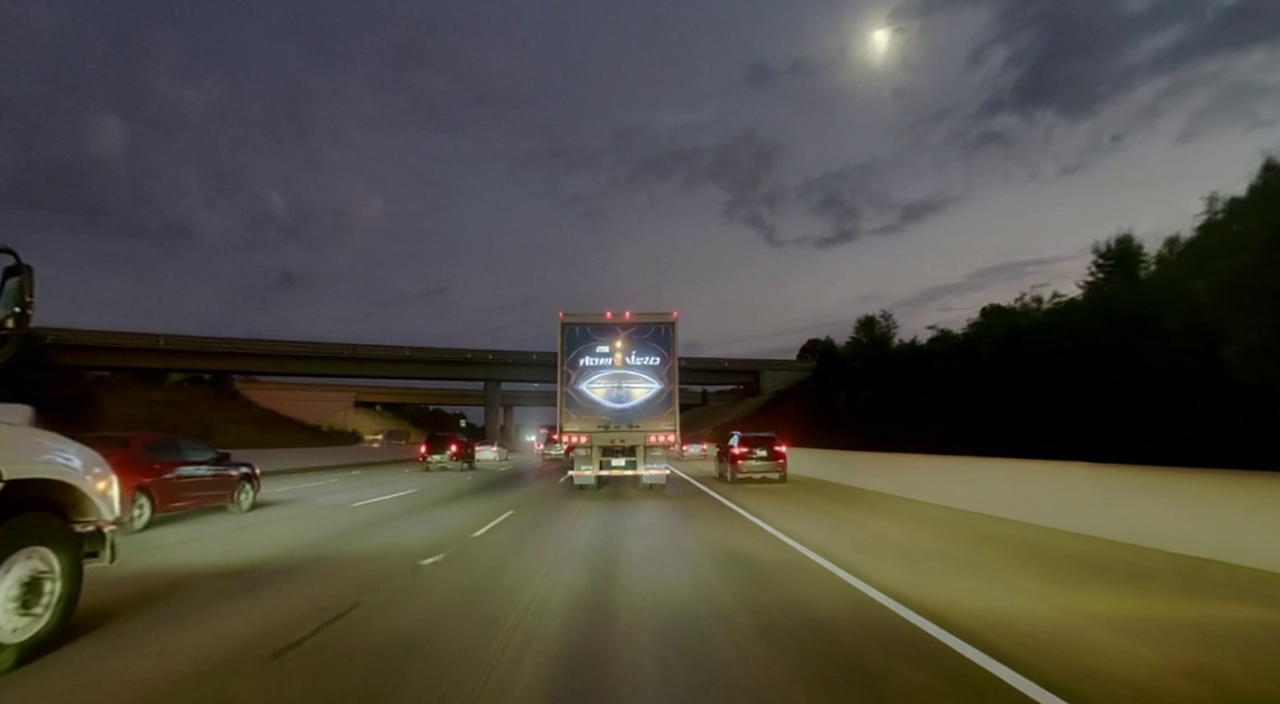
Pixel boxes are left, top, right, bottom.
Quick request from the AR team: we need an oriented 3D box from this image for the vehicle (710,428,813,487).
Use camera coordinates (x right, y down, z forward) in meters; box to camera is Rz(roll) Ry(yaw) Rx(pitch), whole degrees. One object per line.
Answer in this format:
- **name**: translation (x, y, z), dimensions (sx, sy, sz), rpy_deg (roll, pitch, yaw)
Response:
- **vehicle**: translation (3.466, 3.101, 18.927), dimensions (2.003, 1.519, 4.580), rpy_deg (0, -8, -3)

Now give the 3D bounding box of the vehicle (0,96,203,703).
- **vehicle**: translation (-3.677, 0.120, 0.504), dimensions (2.660, 2.637, 5.634), rpy_deg (0, -8, -2)

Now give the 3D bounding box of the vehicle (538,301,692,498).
- **vehicle**: translation (-0.715, 1.551, 17.070), dimensions (2.911, 3.787, 9.905), rpy_deg (0, -8, -3)

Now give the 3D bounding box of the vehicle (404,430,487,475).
- **vehicle**: translation (-8.018, 4.168, 26.373), dimensions (2.057, 1.698, 4.550), rpy_deg (0, -8, -1)

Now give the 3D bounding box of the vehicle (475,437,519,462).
- **vehicle**: translation (-8.814, 6.031, 39.054), dimensions (1.845, 1.488, 3.656), rpy_deg (0, -8, 0)

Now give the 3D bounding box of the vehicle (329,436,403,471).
- **vehicle**: translation (-16.564, 6.122, 38.324), dimensions (2.198, 1.938, 5.197), rpy_deg (0, -8, -1)
